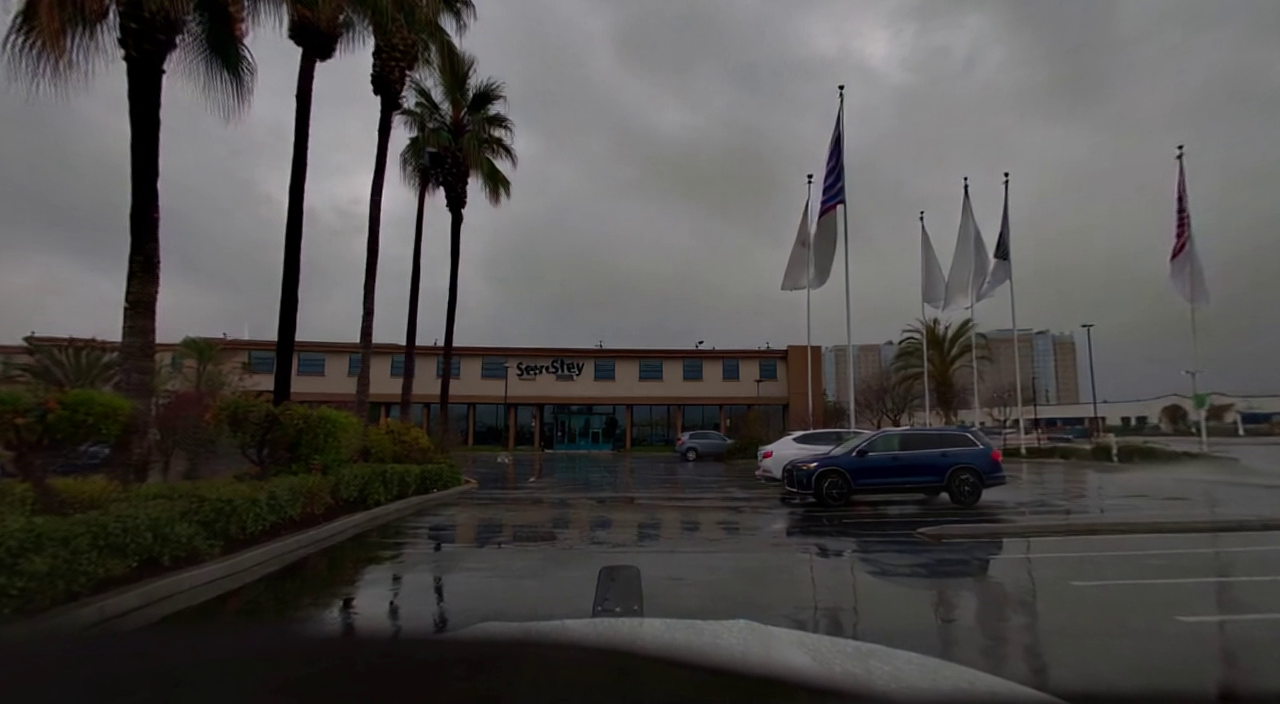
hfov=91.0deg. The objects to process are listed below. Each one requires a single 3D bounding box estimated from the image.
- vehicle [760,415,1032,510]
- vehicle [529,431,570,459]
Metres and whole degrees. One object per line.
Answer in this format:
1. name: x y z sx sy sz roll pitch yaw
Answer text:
1. vehicle: 4.878 2.176 12.566 4.567 1.723 1.926 0 -8 0
2. vehicle: -6.629 6.821 46.323 1.943 1.890 4.472 -3 -8 5
